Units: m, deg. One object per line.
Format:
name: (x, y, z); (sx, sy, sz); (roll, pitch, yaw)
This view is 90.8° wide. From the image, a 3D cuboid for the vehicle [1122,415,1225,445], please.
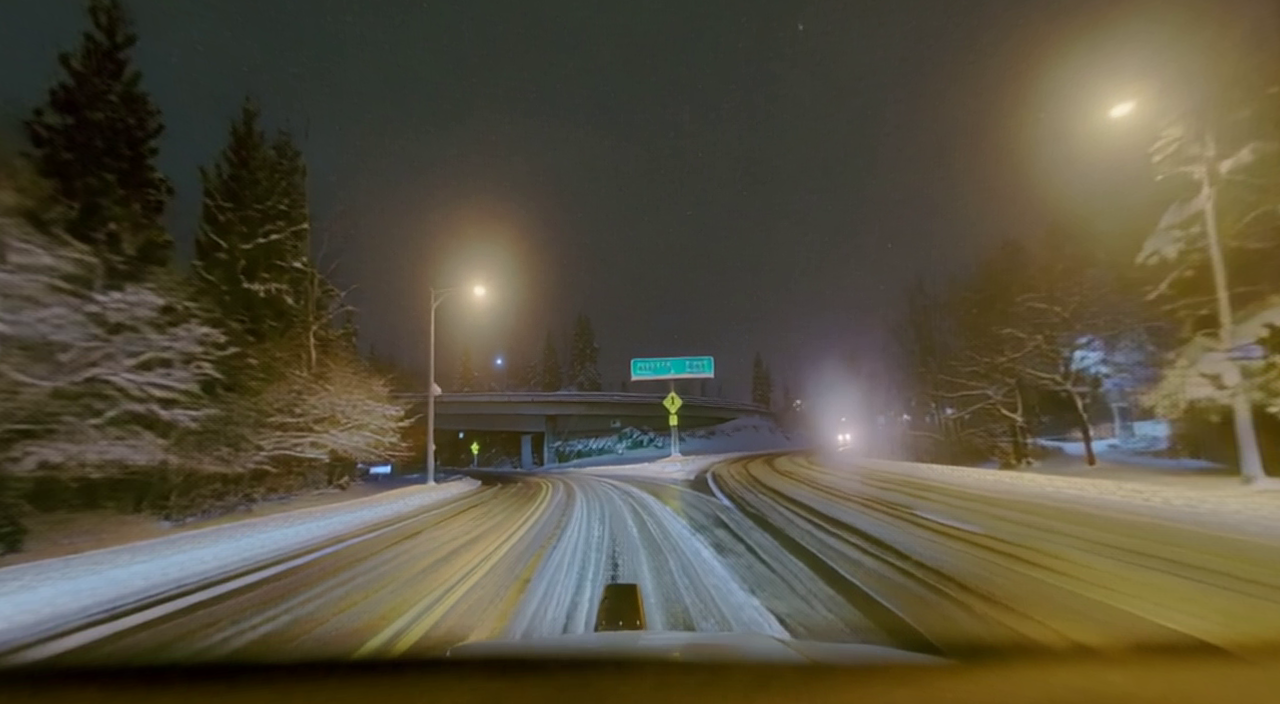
vehicle: (30.661, 4.550, 36.507); (1.744, 1.459, 4.524); (8, -9, -9)
